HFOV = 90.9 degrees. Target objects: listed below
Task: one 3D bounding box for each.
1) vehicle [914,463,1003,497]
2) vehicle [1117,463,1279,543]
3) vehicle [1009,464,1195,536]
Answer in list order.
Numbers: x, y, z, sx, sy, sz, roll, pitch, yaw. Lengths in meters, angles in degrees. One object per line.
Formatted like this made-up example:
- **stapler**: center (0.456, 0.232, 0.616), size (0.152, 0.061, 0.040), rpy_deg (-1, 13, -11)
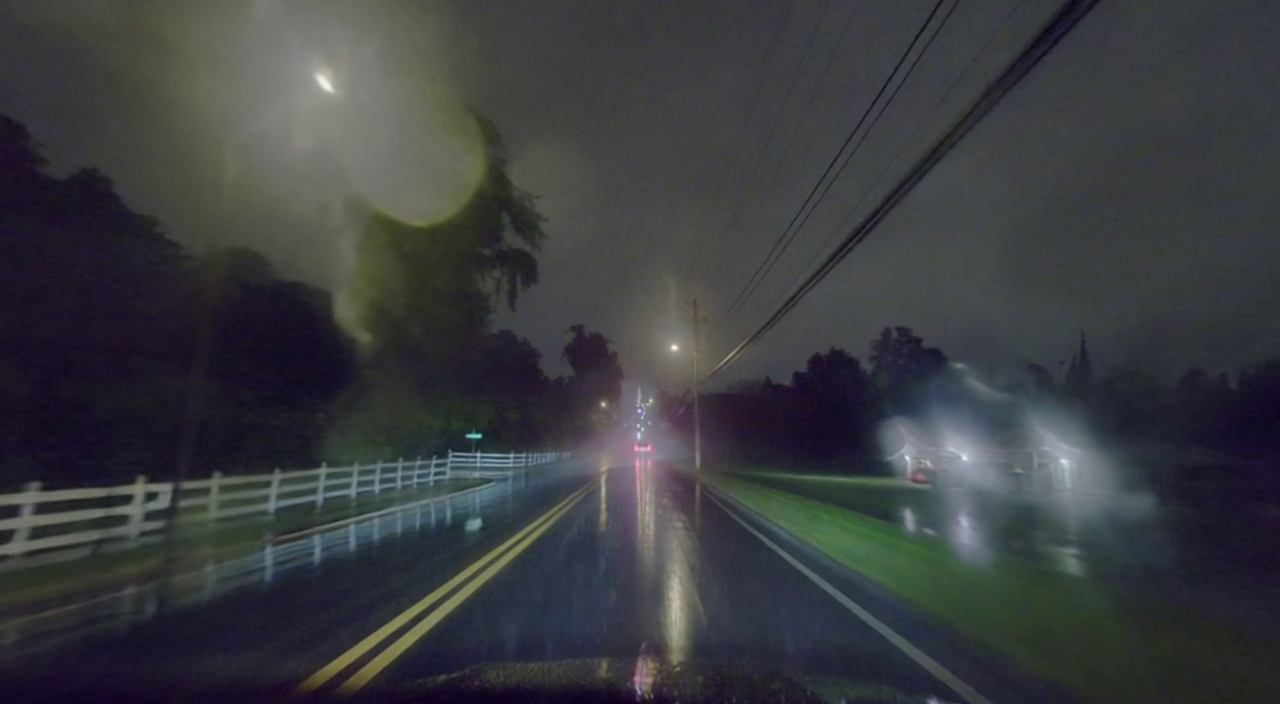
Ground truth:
- **vehicle**: center (16.070, 6.466, 32.092), size (2.001, 1.450, 4.481), rpy_deg (0, -8, -2)
- **vehicle**: center (18.189, 4.465, 19.177), size (2.328, 1.955, 5.699), rpy_deg (-2, -9, -8)
- **vehicle**: center (14.287, 4.563, 20.044), size (2.009, 1.781, 5.311), rpy_deg (0, -8, 2)
